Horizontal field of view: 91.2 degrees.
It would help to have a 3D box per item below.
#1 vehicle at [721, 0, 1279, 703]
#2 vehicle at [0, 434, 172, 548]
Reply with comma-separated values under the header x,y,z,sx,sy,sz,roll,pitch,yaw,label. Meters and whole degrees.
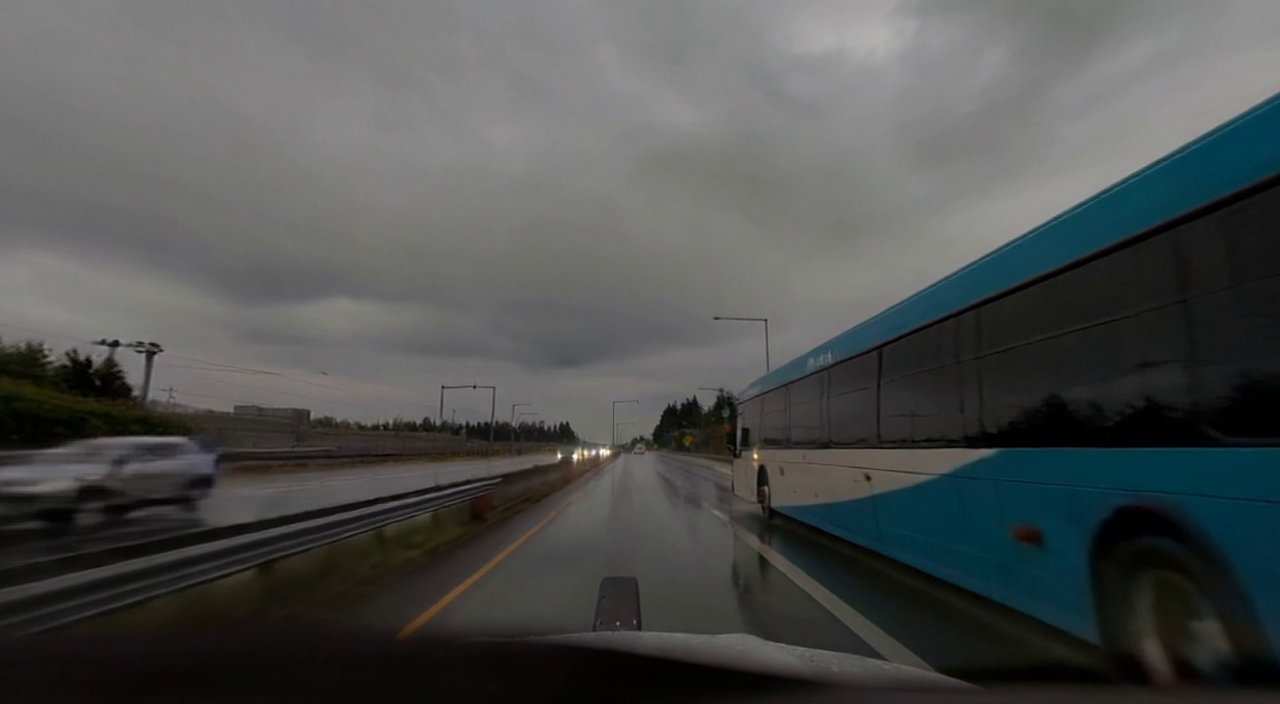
x,y,z,sx,sy,sz,roll,pitch,yaw,label
3.661,0.282,7.407,3.277,4.084,14.213,0,-9,-1,vehicle
-9.197,1.917,8.867,1.872,1.461,4.227,0,-9,0,vehicle
